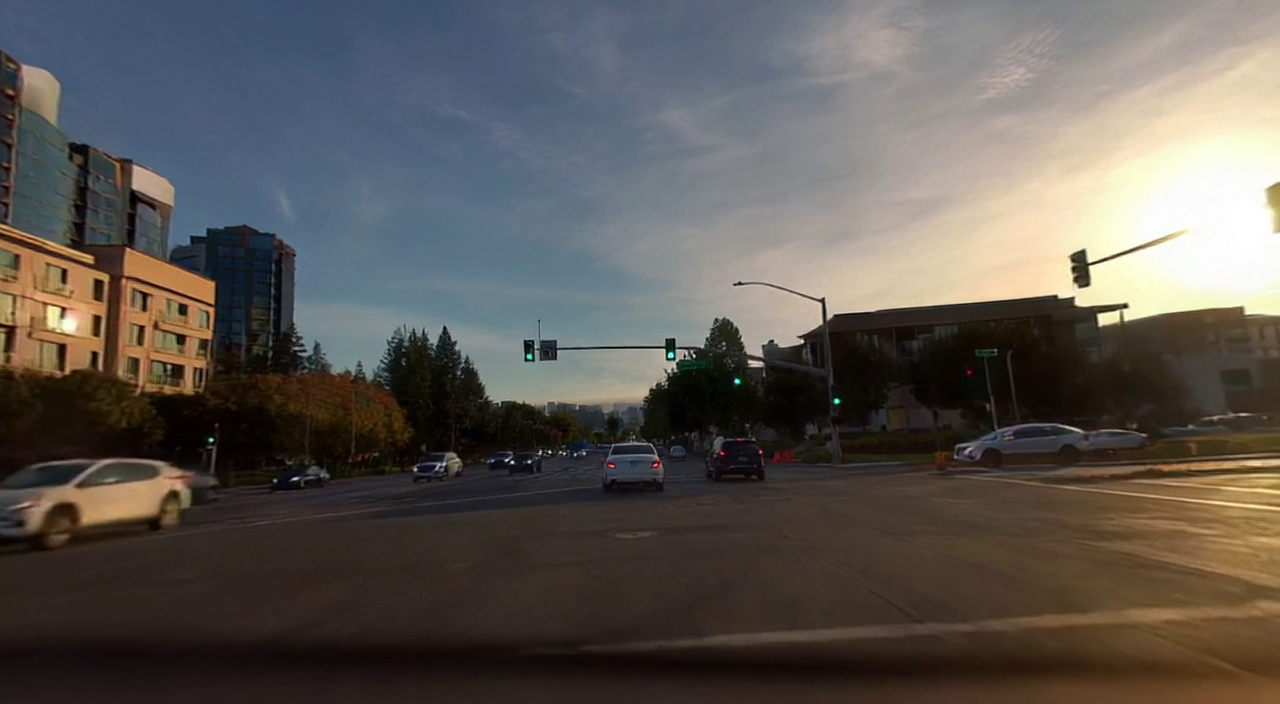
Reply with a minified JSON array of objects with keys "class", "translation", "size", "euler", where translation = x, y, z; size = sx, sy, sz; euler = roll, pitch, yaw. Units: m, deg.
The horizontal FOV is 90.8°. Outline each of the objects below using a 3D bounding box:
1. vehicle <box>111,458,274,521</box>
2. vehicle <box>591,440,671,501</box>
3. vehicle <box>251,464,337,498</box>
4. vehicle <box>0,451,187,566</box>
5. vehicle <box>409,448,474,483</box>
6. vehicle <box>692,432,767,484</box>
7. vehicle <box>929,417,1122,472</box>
[{"class":"vehicle","translation":[-14.625,4.474,21.052],"size":[2.135,1.741,4.371],"euler":[0,-8,1]},{"class":"vehicle","translation":[-0.251,3.294,18.001],"size":[2.034,1.500,3.966],"euler":[0,-8,-1]},{"class":"vehicle","translation":[-17.183,6.406,31.639],"size":[1.957,1.444,4.306],"euler":[0,-8,-1]},{"class":"vehicle","translation":[-11.291,2.783,11.823],"size":[2.078,1.795,4.636],"euler":[0,-8,1]},{"class":"vehicle","translation":[-11.035,6.304,35.456],"size":[2.102,1.758,4.532],"euler":[0,-8,1]},{"class":"vehicle","translation":[3.291,4.006,24.244],"size":[2.107,1.773,4.557],"euler":[0,-8,-1]},{"class":"vehicle","translation":[15.185,3.718,25.350],"size":[6.013,2.030,2.461],"euler":[-2,-9,12]}]
